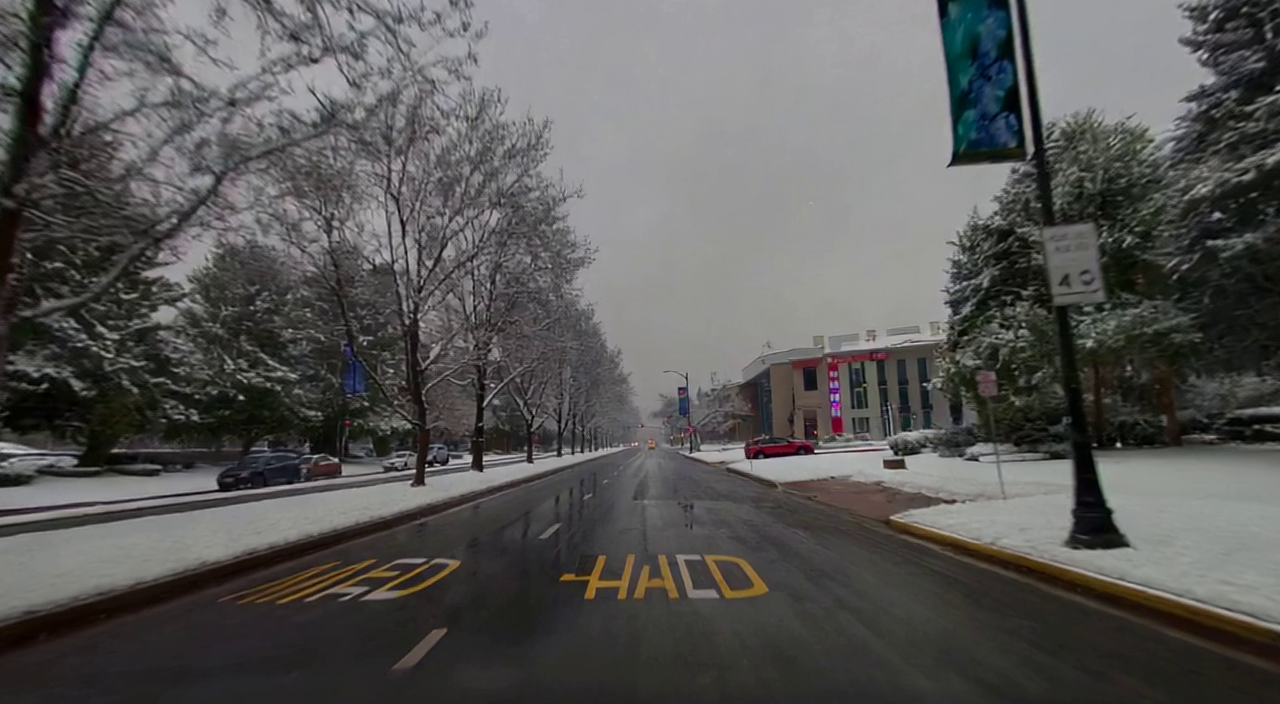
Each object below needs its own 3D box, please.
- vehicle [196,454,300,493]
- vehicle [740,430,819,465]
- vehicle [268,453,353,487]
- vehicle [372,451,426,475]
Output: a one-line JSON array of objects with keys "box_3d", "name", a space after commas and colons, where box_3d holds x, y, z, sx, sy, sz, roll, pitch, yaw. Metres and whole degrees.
[{"box_3d": [-17.187, 5.308, 27.816, 1.829, 1.508, 4.377, 0, -9, 0], "name": "vehicle"}, {"box_3d": [9.541, 6.578, 43.143, 4.716, 1.672, 2.330, -8, -8, -1], "name": "vehicle"}, {"box_3d": [-17.139, 6.129, 32.945, 2.020, 1.471, 4.419, -3, -9, 1], "name": "vehicle"}, {"box_3d": [-16.989, 7.807, 44.515, 1.873, 1.544, 4.794, 0, -9, 2], "name": "vehicle"}]
